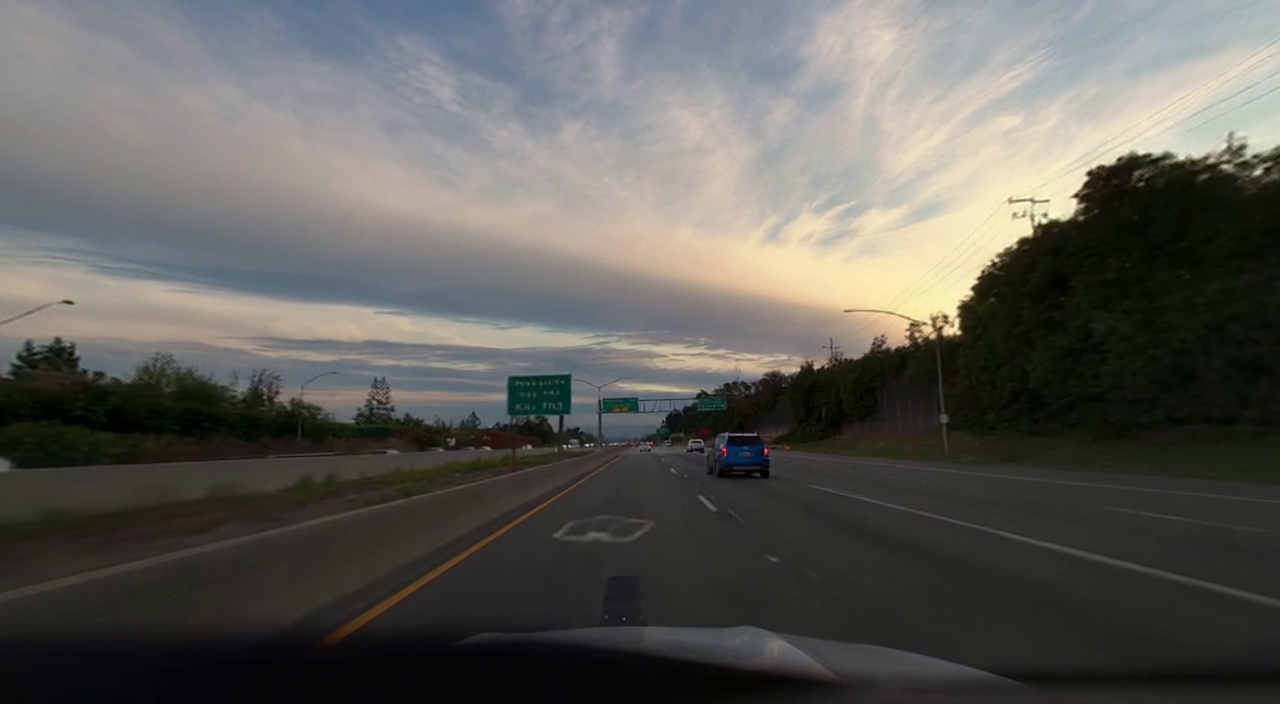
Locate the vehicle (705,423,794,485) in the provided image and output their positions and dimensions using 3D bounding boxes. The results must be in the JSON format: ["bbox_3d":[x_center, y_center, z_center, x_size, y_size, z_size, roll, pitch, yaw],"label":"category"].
[{"bbox_3d":[3.469,3.330,20.886,2.120,1.832,4.287,0,-8,-1],"label":"vehicle"}]
